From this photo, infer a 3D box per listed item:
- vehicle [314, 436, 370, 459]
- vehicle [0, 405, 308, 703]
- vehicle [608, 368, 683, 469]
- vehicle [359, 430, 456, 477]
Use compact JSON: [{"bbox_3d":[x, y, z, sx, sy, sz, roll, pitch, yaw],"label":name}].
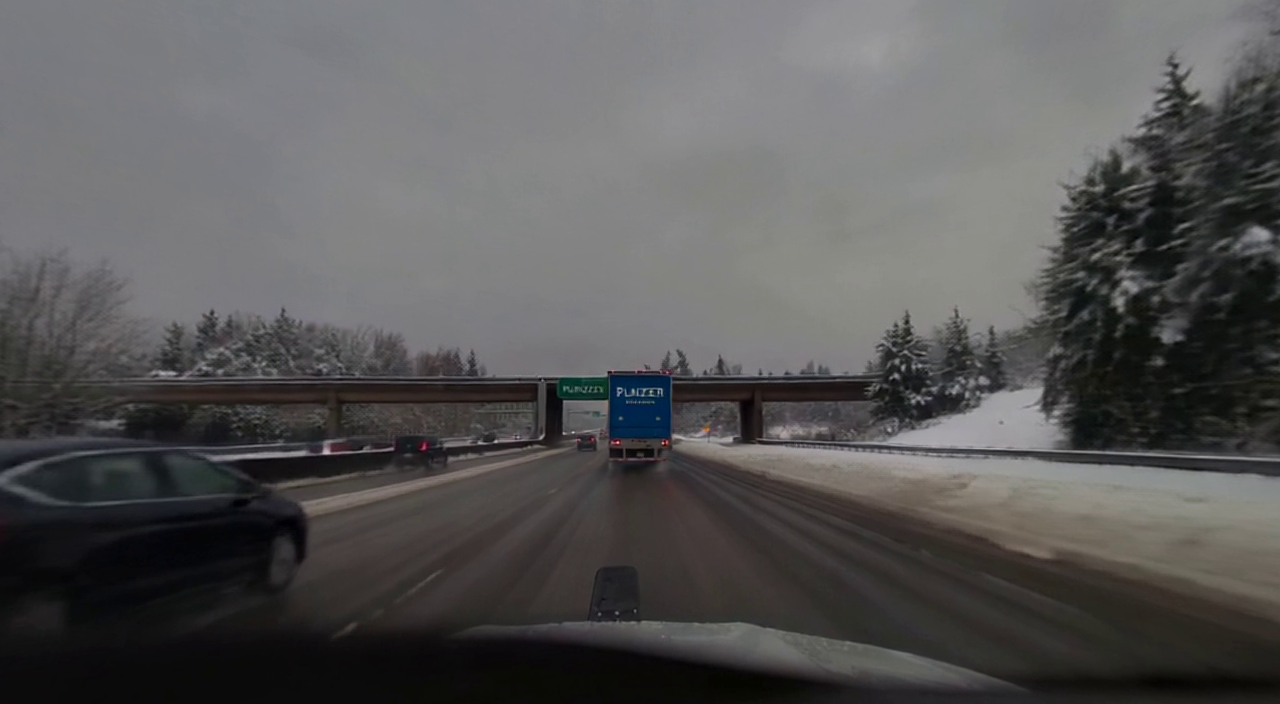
[{"bbox_3d":[-21.170,6.784,44.914,1.875,1.521,4.391,0,-8,0],"label":"vehicle"},{"bbox_3d":[-3.765,1.017,3.169,1.943,1.446,4.158,0,-8,-1],"label":"vehicle"},{"bbox_3d":[0.045,3.410,30.753,2.926,3.959,11.818,0,-8,-2],"label":"vehicle"},{"bbox_3d":[-8.403,3.674,23.170,2.041,1.566,3.986,0,-8,0],"label":"vehicle"}]
